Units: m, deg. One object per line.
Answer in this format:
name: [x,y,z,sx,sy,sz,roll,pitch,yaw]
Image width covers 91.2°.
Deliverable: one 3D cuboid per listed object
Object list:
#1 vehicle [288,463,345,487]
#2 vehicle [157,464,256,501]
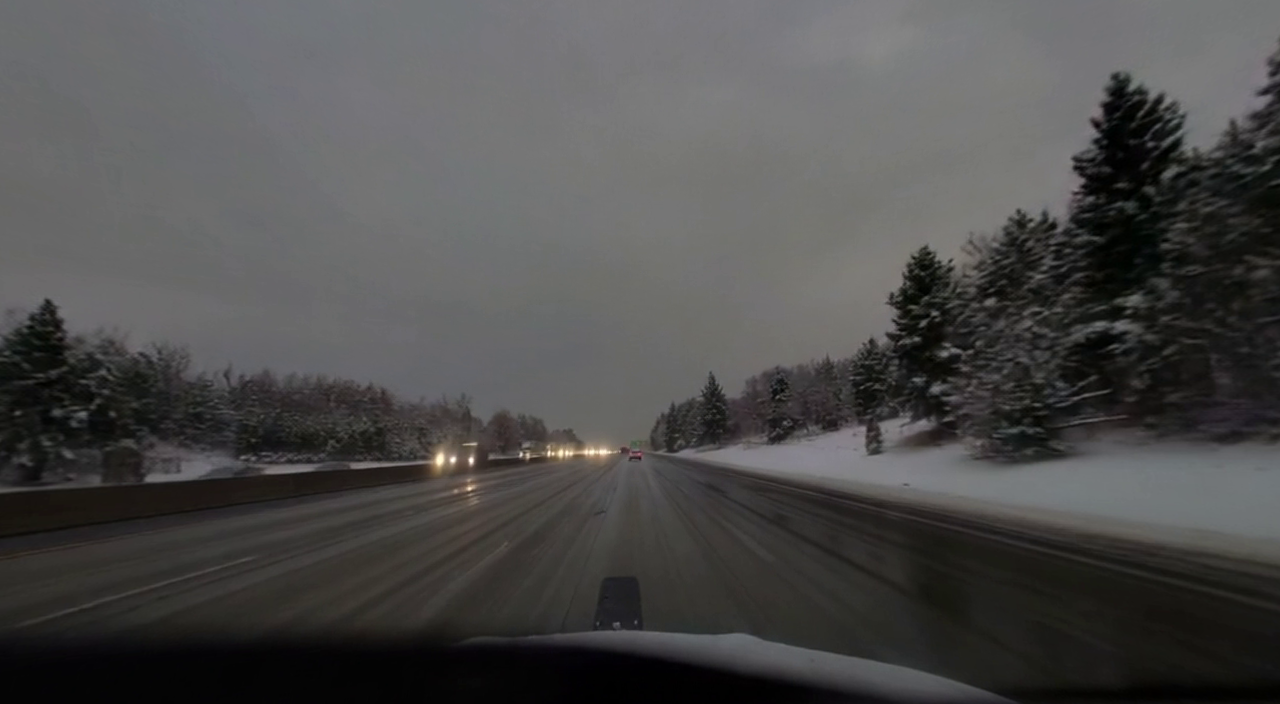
vehicle: [-23.072,8.761,44.899,1.808,1.491,4.446,0,-9,-1]
vehicle: [-19.419,5.840,28.296,1.782,1.442,3.776,0,-9,0]
